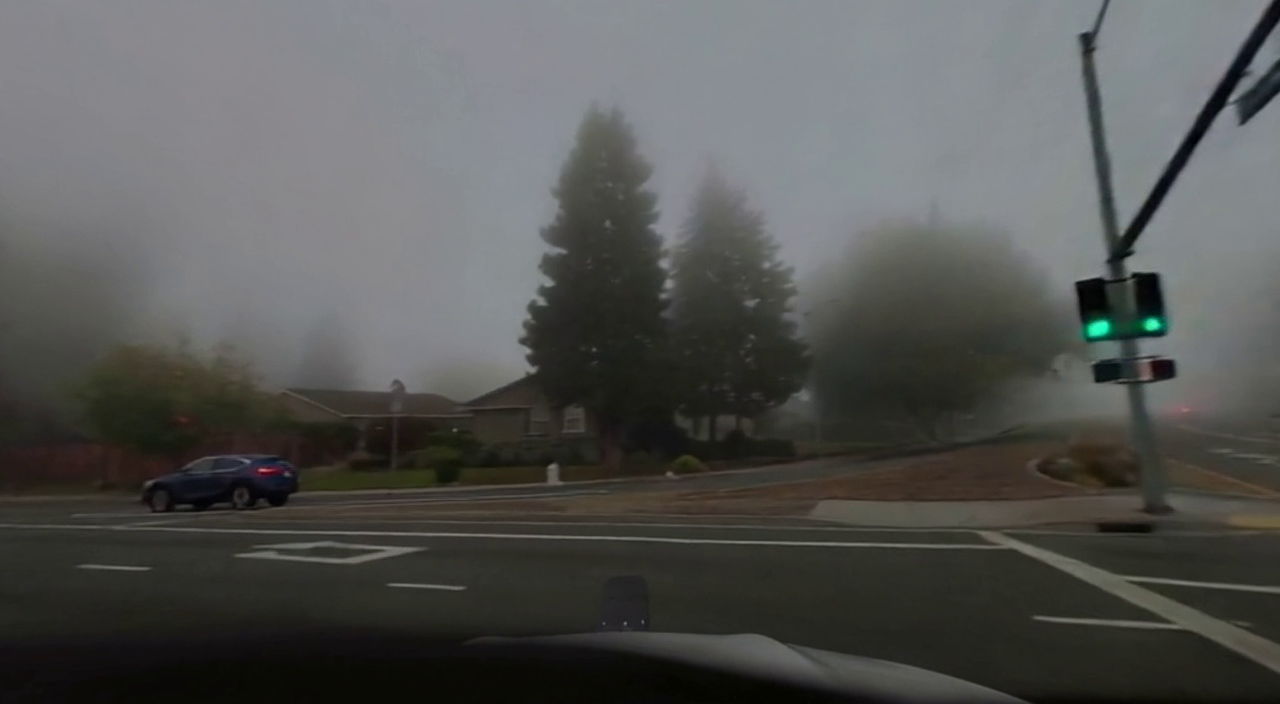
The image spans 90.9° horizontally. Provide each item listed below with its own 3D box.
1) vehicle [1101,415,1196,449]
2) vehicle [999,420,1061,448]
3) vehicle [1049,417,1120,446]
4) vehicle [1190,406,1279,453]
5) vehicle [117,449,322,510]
[{"bbox_3d":[27.767,4.441,34.643,2.159,1.734,4.462,-2,-9,12],"label":"vehicle"},{"bbox_3d":[25.379,5.406,41.175,1.943,1.702,4.406,-2,-9,11],"label":"vehicle"},{"bbox_3d":[29.496,5.348,41.996,2.176,1.750,4.465,-2,-9,12],"label":"vehicle"},{"bbox_3d":[26.364,3.415,27.245,1.963,1.850,4.651,-3,-9,16],"label":"vehicle"},{"bbox_3d":[-13.356,4.047,20.330,4.995,1.798,2.102,0,-9,-3],"label":"vehicle"}]
